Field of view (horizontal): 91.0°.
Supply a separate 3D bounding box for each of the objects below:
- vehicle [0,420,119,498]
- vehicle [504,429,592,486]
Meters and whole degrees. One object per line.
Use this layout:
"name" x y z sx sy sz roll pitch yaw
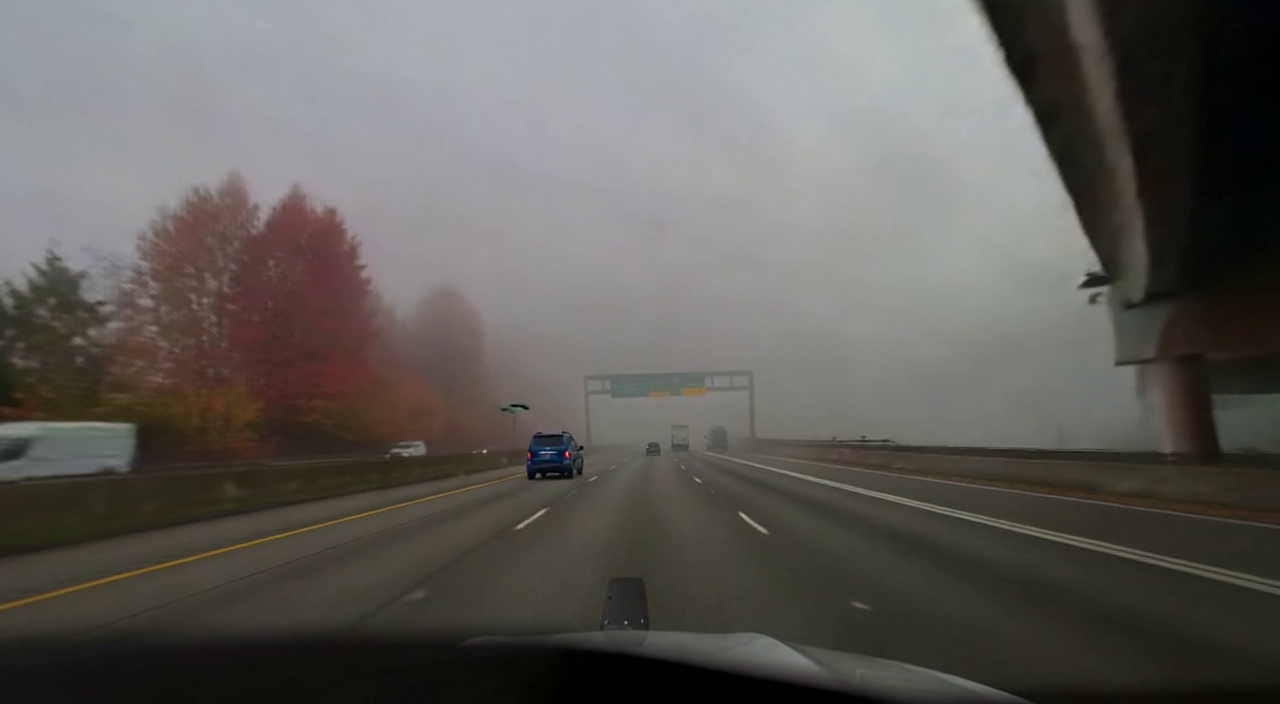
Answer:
"vehicle" -22.929 3.897 23.098 2.310 2.609 5.912 -1 -8 2
"vehicle" -2.955 3.511 21.226 2.177 1.707 4.432 -1 -8 2
